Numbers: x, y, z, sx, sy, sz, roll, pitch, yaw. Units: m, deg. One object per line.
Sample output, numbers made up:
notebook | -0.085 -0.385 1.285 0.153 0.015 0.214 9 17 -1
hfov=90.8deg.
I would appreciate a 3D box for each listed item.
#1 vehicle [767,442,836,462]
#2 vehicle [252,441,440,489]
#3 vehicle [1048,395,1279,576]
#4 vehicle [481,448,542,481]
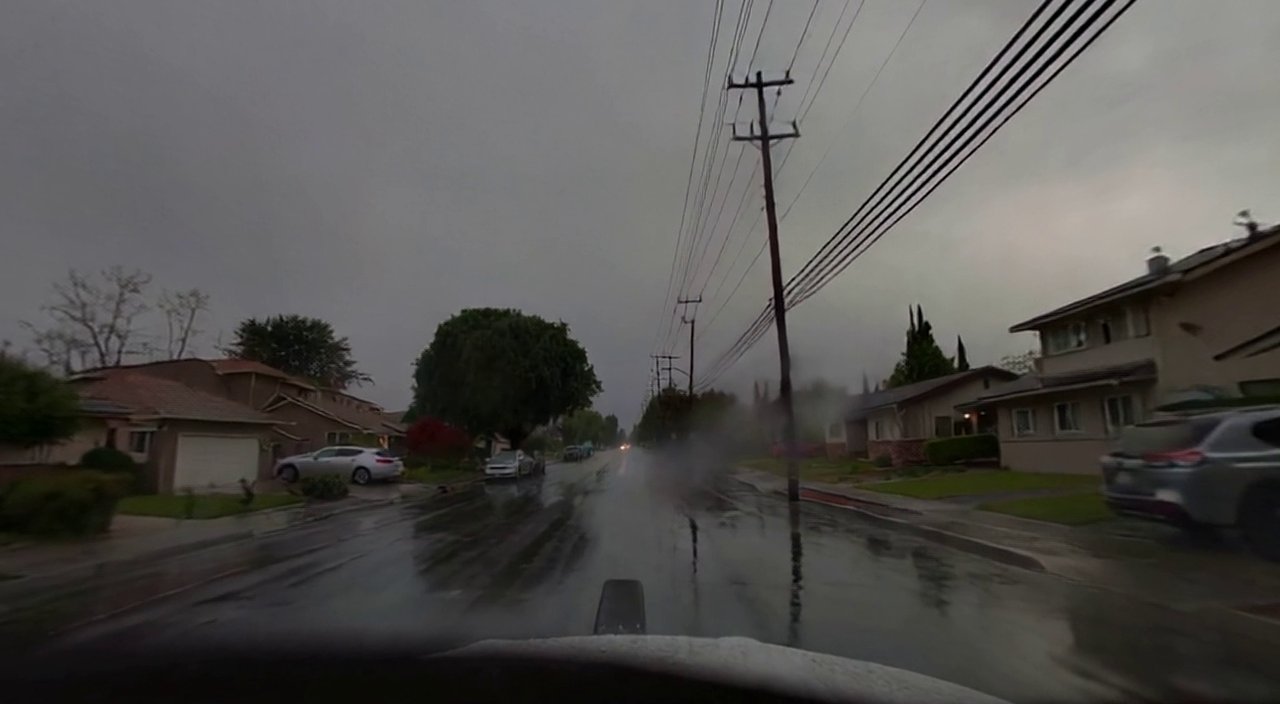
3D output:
vehicle | 12.108 7.522 47.540 4.605 1.492 1.898 0 -9 -1
vehicle | -12.179 4.732 26.691 6.619 1.759 2.632 -1 -9 -2
vehicle | 9.060 1.529 8.112 5.890 1.896 2.459 -2 -8 -1
vehicle | -6.554 5.785 32.855 2.208 1.491 5.089 0 -8 -1
